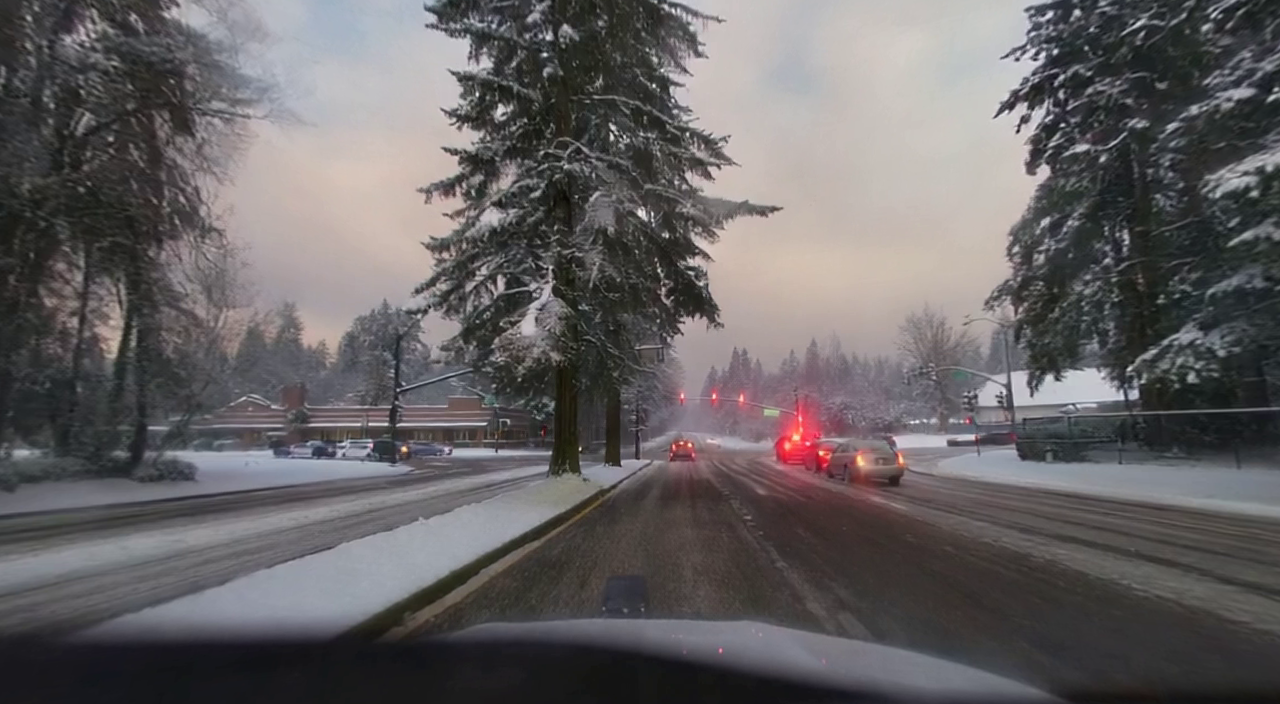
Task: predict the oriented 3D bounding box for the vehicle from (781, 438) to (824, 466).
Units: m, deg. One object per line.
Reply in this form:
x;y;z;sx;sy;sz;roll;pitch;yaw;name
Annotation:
9.830;6.048;38.444;1.901;1.577;4.348;-1;-8;6;vehicle

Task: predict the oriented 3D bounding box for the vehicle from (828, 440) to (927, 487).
8.228;3.890;22.369;1.947;1.478;4.731;-1;-8;4;vehicle

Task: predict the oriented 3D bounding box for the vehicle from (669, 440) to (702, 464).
2.940;6.530;41.302;2.041;1.485;3.813;-1;-8;4;vehicle
